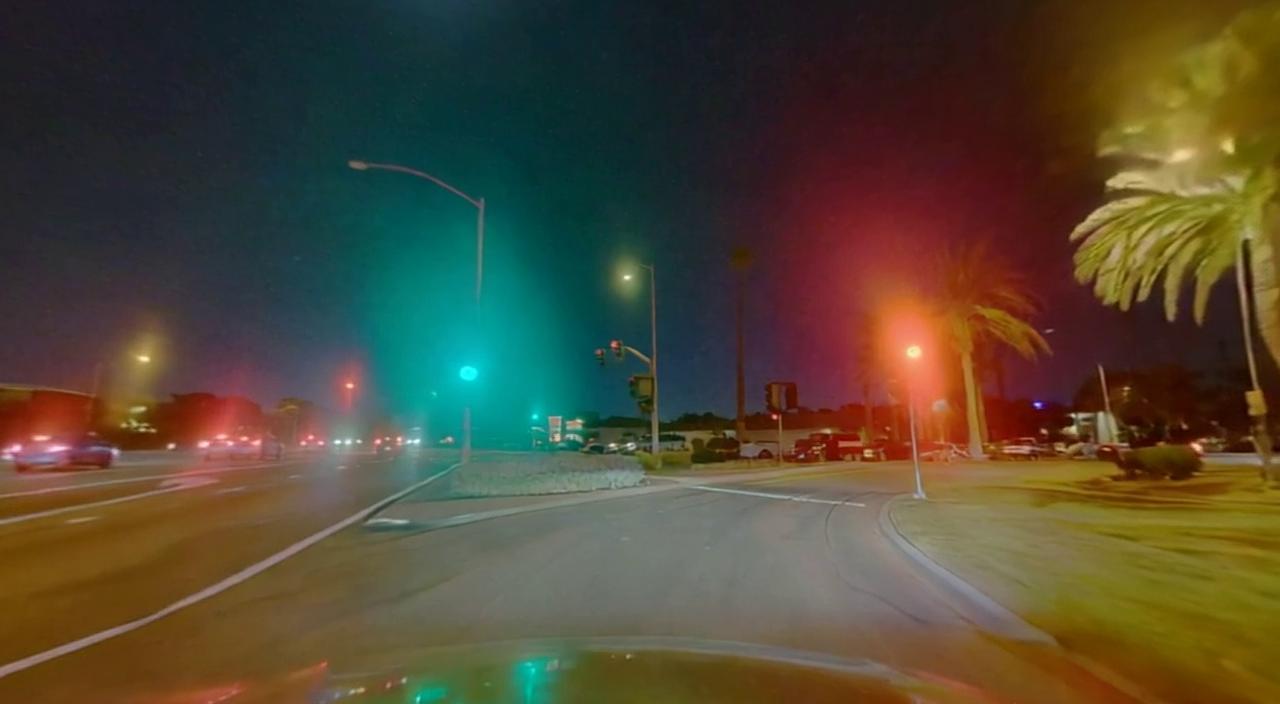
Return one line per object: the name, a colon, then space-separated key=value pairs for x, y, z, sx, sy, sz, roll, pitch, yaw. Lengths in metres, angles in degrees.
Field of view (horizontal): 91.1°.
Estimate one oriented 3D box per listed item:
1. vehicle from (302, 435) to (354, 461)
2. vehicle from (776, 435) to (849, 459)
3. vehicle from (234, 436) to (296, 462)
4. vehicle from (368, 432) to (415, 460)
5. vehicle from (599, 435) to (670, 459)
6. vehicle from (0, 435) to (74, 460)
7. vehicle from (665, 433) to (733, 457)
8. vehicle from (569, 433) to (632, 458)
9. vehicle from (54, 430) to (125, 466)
vehicle: x=-20.176 y=6.210 z=40.722 sx=1.977 sy=1.584 sz=3.983 roll=2 pitch=-9 yaw=-12
vehicle: x=13.567 y=7.497 z=49.446 sx=5.112 sy=1.593 sz=1.865 roll=-1 pitch=-9 yaw=-12
vehicle: x=-22.923 y=5.964 z=38.561 sx=1.900 sy=1.462 sz=4.225 roll=2 pitch=-9 yaw=-12
vehicle: x=-16.680 y=6.320 z=42.326 sx=2.114 sy=1.784 sz=4.450 roll=2 pitch=-9 yaw=-11
vehicle: x=-0.405 y=6.589 z=43.607 sx=4.648 sy=1.501 sz=1.862 roll=3 pitch=-9 yaw=-11
vehicle: x=-43.234 y=6.799 z=44.893 sx=4.371 sy=1.712 sz=1.992 roll=-3 pitch=-9 yaw=19
vehicle: x=4.451 y=7.037 z=47.591 sx=4.713 sy=1.664 sz=1.909 roll=1 pitch=-10 yaw=-12
vehicle: x=-2.925 y=6.958 z=46.396 sx=4.333 sy=1.626 sz=1.888 roll=4 pitch=-11 yaw=-11
vehicle: x=-28.645 y=5.005 z=32.806 sx=2.156 sy=1.742 sz=4.264 roll=6 pitch=-10 yaw=-34
